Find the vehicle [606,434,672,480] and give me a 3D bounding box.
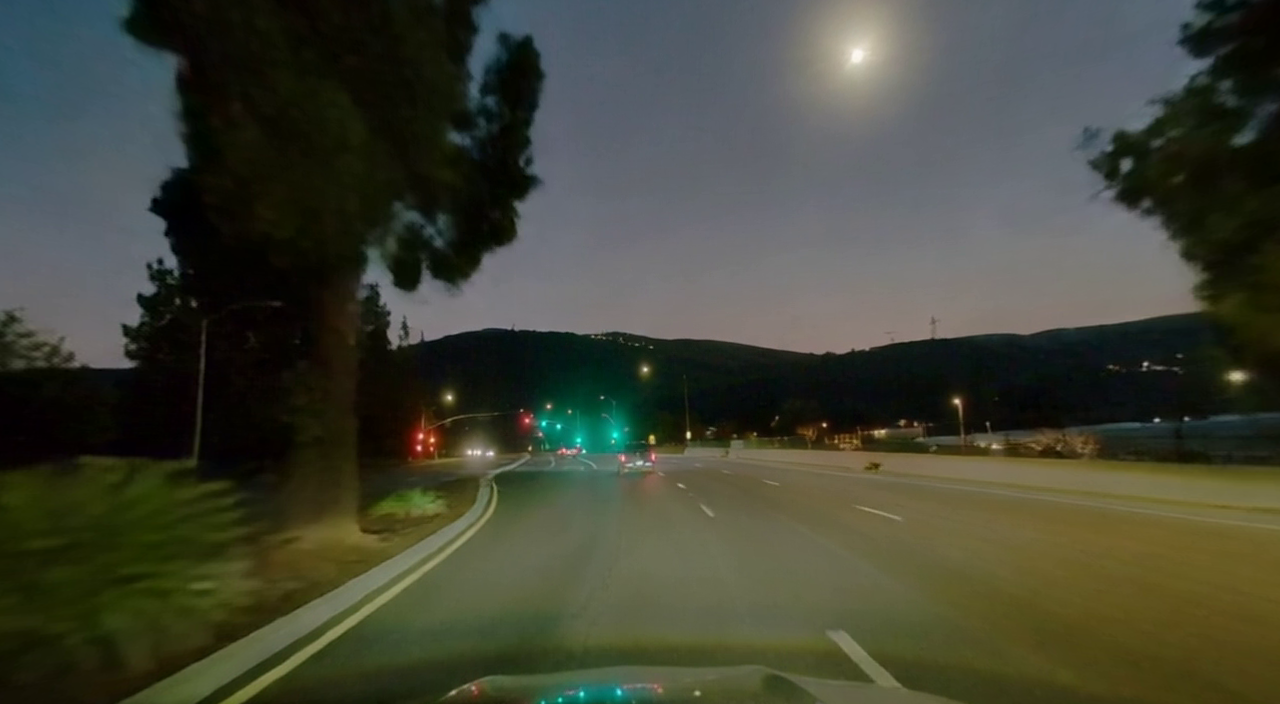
[{"bbox_3d":[-0.156,4.396,26.671,2.253,1.756,4.313,1,-9,-7],"label":"vehicle"}]
